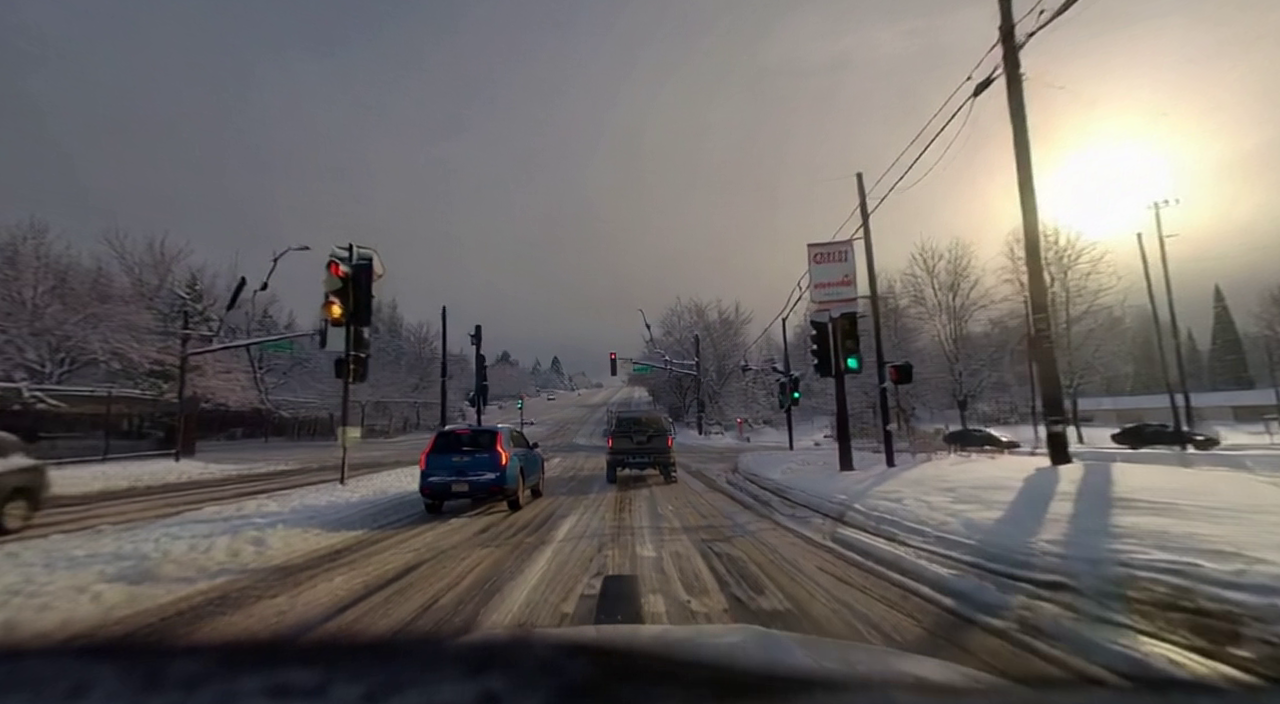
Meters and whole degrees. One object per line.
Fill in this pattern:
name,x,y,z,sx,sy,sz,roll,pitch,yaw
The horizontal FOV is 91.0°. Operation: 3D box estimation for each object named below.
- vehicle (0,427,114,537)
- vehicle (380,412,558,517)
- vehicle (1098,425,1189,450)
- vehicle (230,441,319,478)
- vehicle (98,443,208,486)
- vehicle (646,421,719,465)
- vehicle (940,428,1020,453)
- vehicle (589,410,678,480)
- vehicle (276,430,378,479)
vehicle,-11.753,2.209,10.721,1.912,1.831,4.314,0,-9,-3
vehicle,-3.161,2.240,12.971,2.247,1.734,4.919,0,-9,1
vehicle,33.751,5.750,42.271,4.403,1.484,1.952,-2,-10,-2
vehicle,-16.330,4.802,28.375,1.719,1.523,3.864,0,-9,-1
vehicle,-31.082,7.163,40.235,5.274,1.973,2.438,-8,-10,4
vehicle,2.126,4.296,29.606,2.136,1.813,5.570,-3,-9,17
vehicle,21.709,5.674,40.320,3.997,1.496,1.907,0,-9,-3
vehicle,-0.096,3.073,20.783,2.552,1.999,5.498,0,-9,2
vehicle,-12.768,4.212,26.057,1.980,1.799,4.489,0,-9,-2
